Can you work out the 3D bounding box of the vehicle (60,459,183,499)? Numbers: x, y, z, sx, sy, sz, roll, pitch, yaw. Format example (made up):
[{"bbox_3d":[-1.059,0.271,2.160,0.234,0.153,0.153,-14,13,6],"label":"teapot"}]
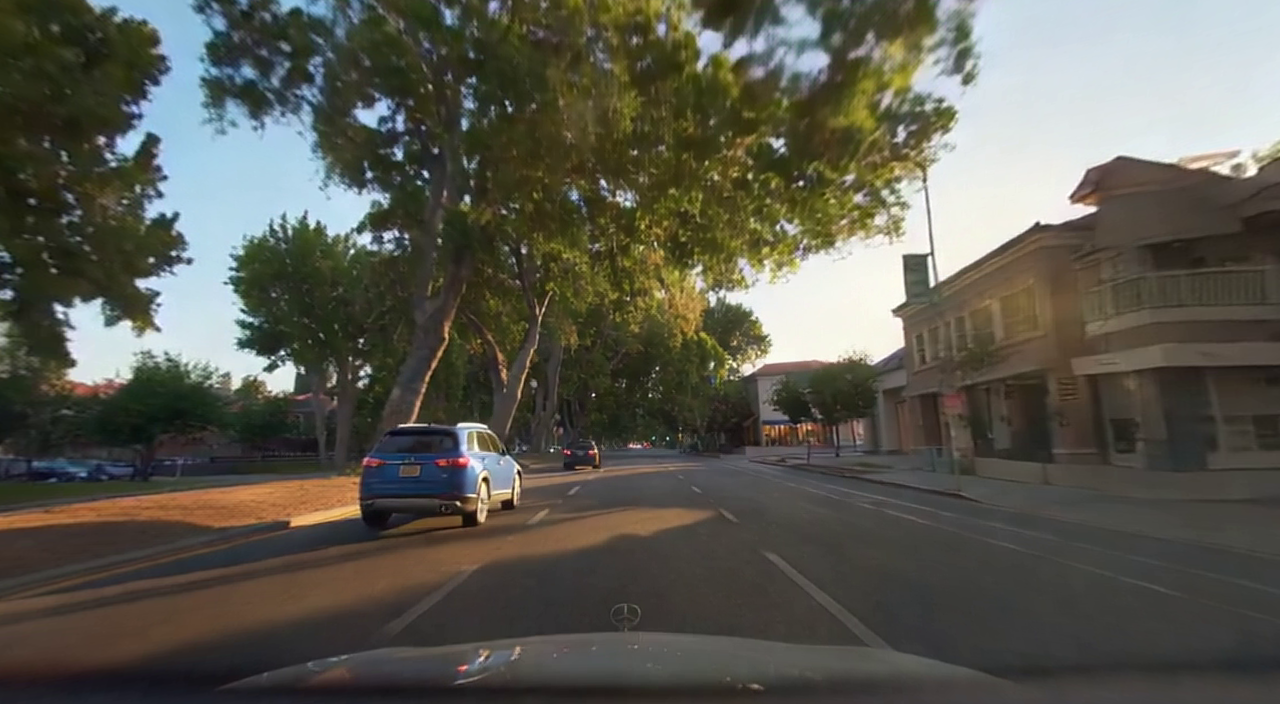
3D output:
[{"bbox_3d":[-22.768,5.569,28.011,1.741,1.505,4.346,0,-8,0],"label":"vehicle"}]

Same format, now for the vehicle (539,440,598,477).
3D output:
[{"bbox_3d":[-3.077,4.647,27.969,2.069,1.470,4.601,0,-8,0],"label":"vehicle"}]

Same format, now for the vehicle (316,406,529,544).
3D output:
[{"bbox_3d":[-3.267,1.944,10.629,2.042,1.817,4.364,0,-8,0],"label":"vehicle"}]
